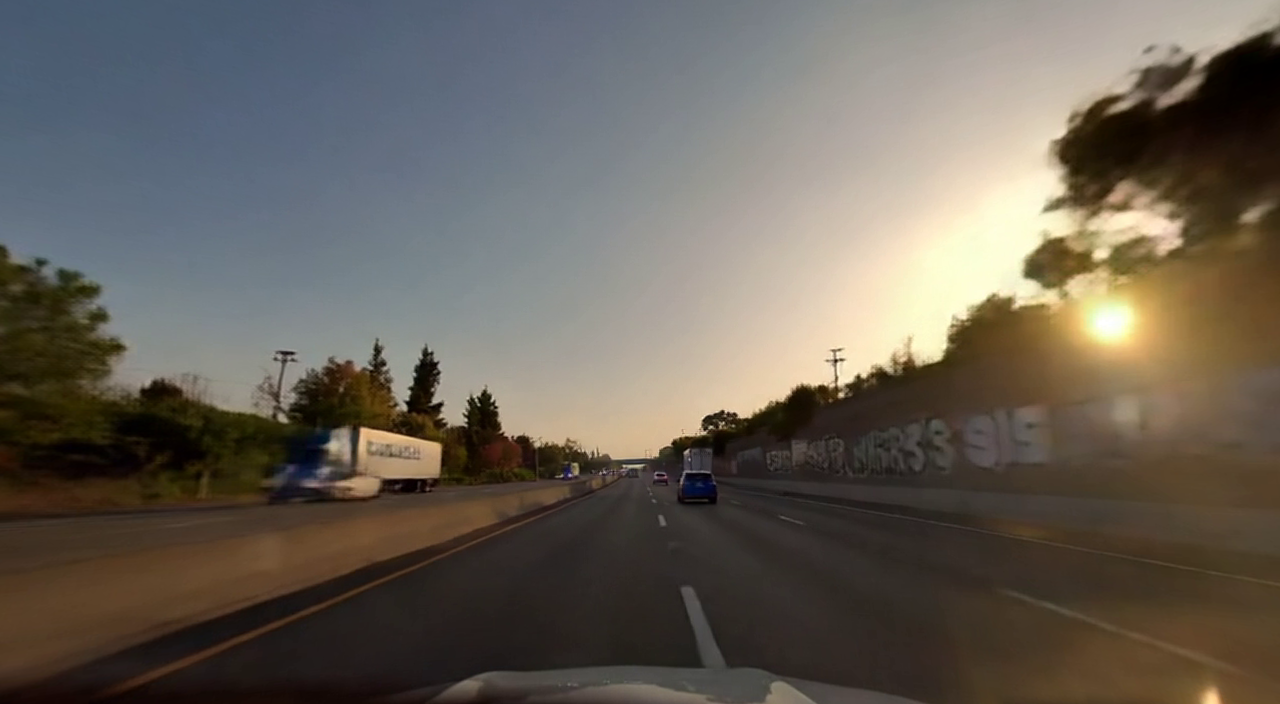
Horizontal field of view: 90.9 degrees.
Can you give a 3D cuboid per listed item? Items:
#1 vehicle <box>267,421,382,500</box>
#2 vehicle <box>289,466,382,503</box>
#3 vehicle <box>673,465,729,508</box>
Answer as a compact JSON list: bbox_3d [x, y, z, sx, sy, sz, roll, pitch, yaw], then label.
[{"bbox_3d":[-17.305,6.076,35.126,3.016,3.955,6.020,1,-10,0],"label":"vehicle"},{"bbox_3d":[-13.529,5.912,28.321,1.914,1.479,4.291,1,-11,1],"label":"vehicle"},{"bbox_3d":[2.544,5.704,27.001,2.011,1.574,3.512,2,-10,0],"label":"vehicle"}]
